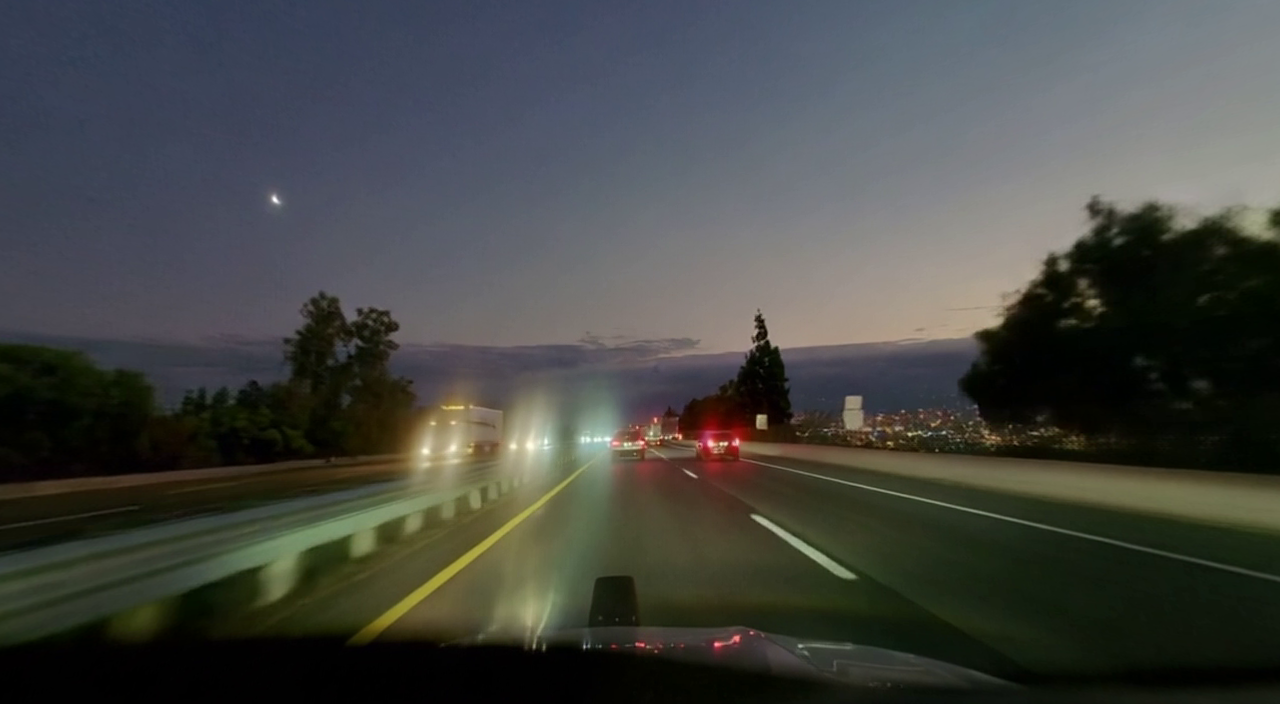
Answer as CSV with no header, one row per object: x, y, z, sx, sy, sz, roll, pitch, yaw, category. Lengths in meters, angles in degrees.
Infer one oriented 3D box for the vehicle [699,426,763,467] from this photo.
3.754,3.967,26.620,1.981,1.606,3.956,0,-8,-2,vehicle

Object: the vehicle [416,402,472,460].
-14.213,5.770,45.979,2.990,4.029,3.259,0,-8,-2,vehicle

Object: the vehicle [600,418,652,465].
-0.692,4.259,30.027,2.270,2.044,4.633,0,-8,-2,vehicle
